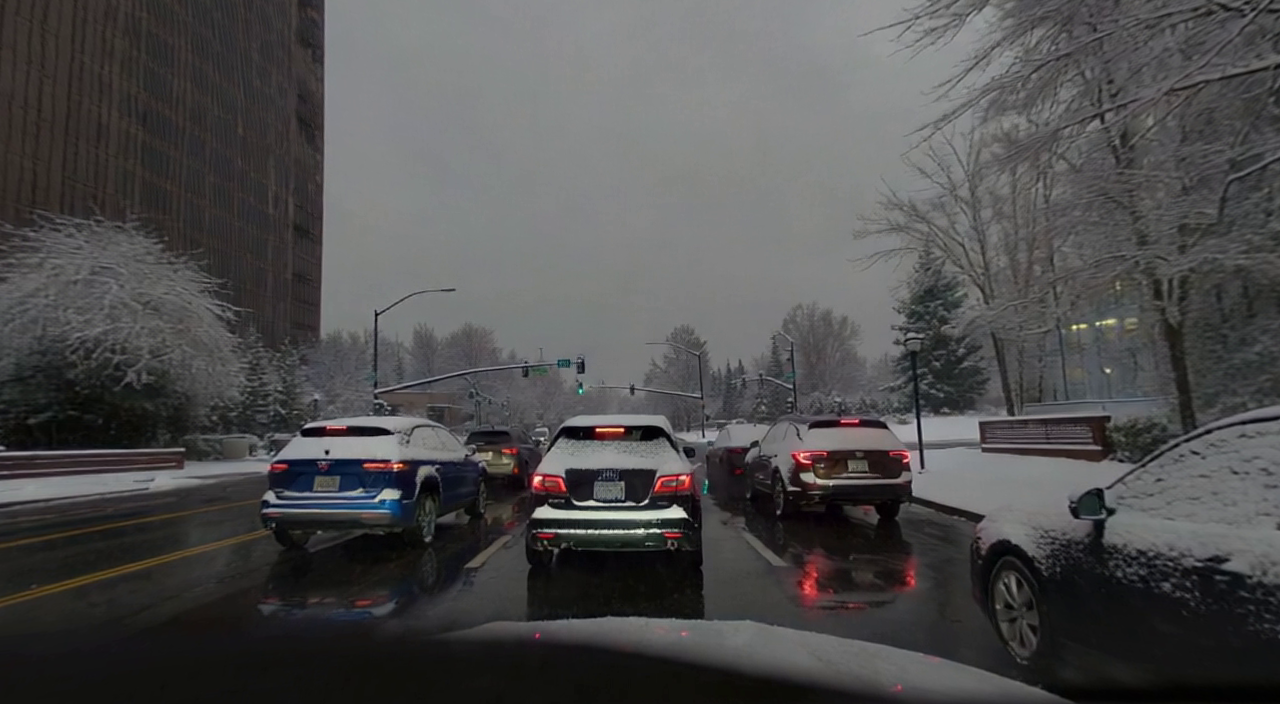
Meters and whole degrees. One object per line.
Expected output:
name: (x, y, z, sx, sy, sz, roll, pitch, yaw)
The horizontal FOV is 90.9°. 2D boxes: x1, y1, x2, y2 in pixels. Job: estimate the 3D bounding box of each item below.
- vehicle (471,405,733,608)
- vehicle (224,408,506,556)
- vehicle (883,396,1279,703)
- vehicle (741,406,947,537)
vehicle: (-0.357, 1.581, 7.420, 2.114, 1.631, 4.459, 0, -8, -1)
vehicle: (-3.759, 1.883, 9.882, 2.141, 1.718, 4.809, 0, -8, 1)
vehicle: (3.240, 1.067, 3.373, 2.045, 1.459, 4.462, 0, -8, -1)
vehicle: (3.338, 2.077, 11.533, 2.117, 1.879, 4.715, 0, -8, -1)
